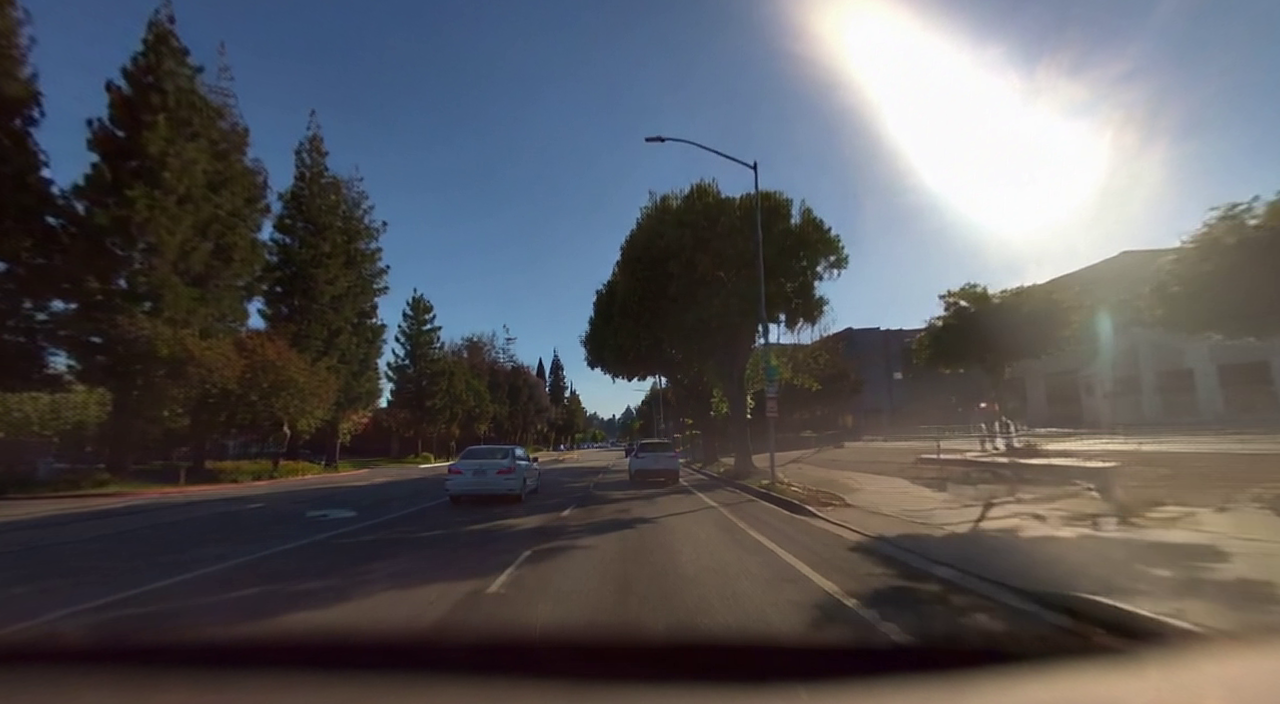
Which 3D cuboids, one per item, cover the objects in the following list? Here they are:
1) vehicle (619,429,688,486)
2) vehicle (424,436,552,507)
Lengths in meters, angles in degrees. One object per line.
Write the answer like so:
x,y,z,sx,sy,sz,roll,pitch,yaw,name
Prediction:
0.370,3.712,22.532,2.215,1.799,4.426,0,-8,-2,vehicle
-3.438,2.771,15.104,2.036,1.447,4.044,0,-8,0,vehicle
